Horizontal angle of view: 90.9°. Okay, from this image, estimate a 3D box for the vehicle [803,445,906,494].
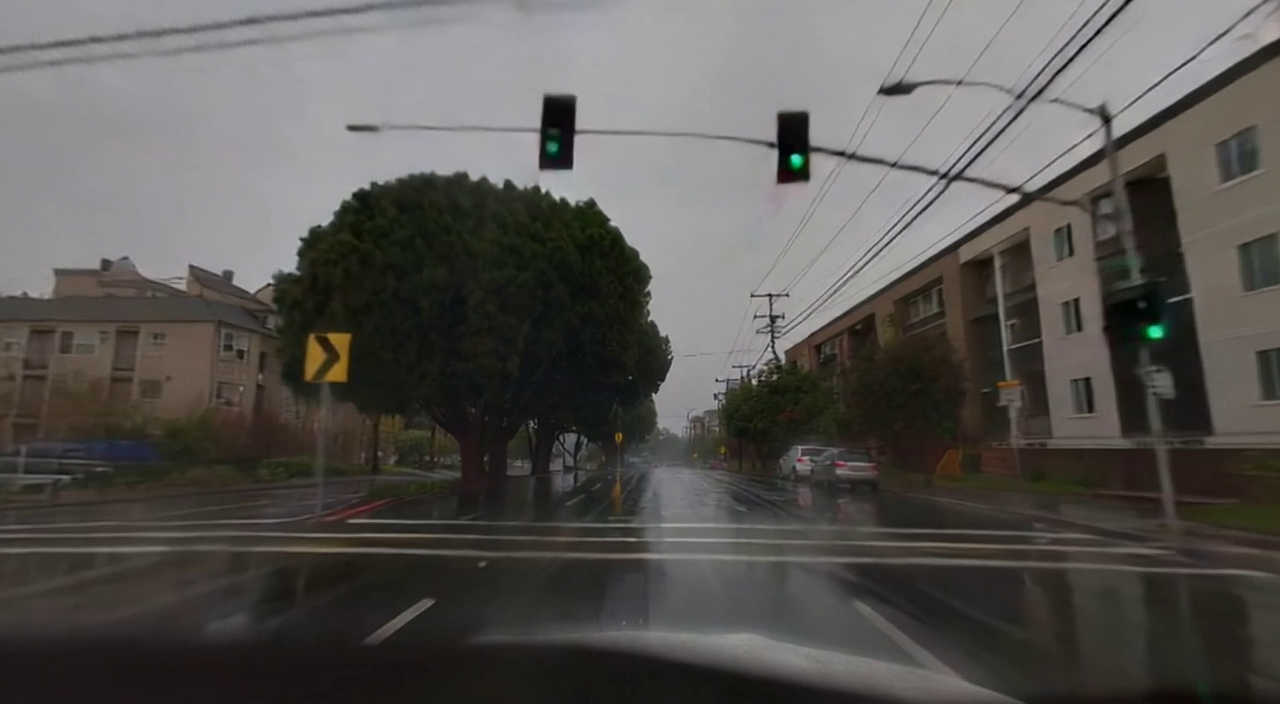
[{"bbox_3d":[7.201,3.956,21.723,1.875,1.481,4.434,0,-8,-1],"label":"vehicle"}]
